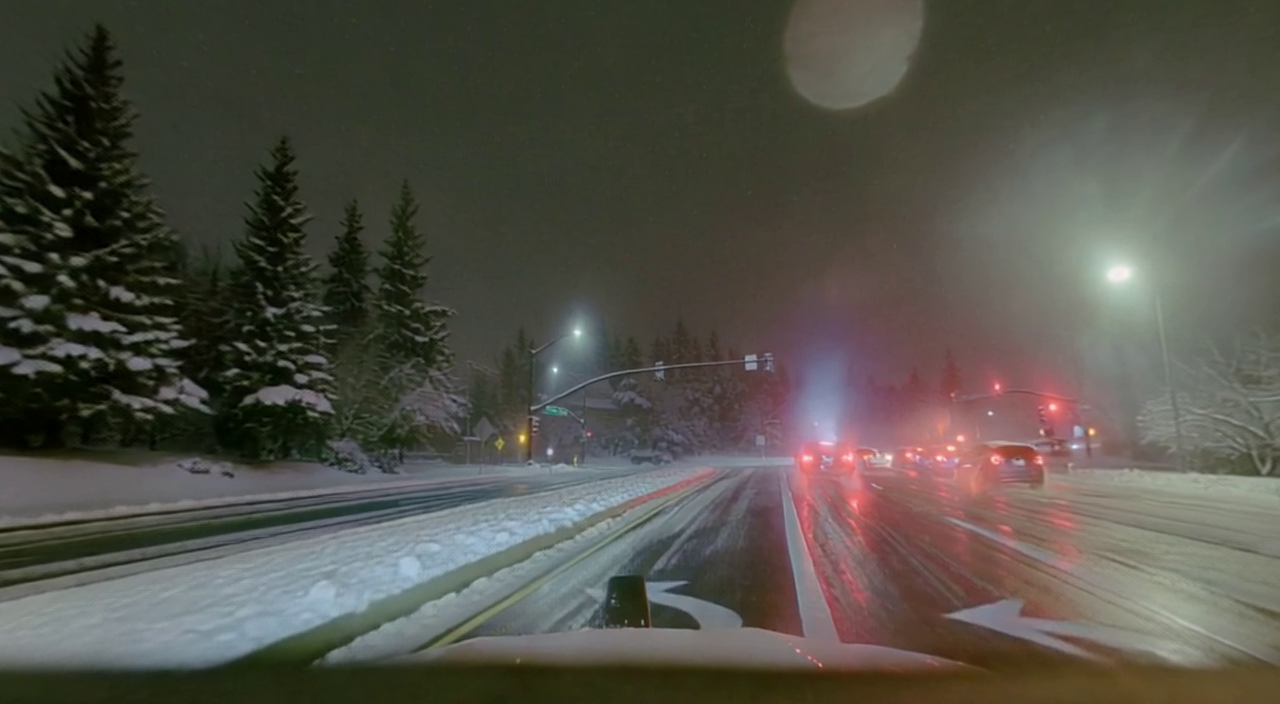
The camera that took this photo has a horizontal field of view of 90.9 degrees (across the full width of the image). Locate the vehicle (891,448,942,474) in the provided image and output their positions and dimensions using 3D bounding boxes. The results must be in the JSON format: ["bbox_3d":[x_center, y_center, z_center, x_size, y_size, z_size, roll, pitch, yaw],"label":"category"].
[{"bbox_3d":[16.911,6.633,38.729,1.901,1.484,4.093,-2,-9,11],"label":"vehicle"}]

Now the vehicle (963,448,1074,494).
[{"bbox_3d":[13.026,4.074,22.036,1.884,1.422,4.262,-2,-9,11],"label":"vehicle"}]

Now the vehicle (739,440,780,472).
[{"bbox_3d":[7.260,6.293,38.270,2.245,1.800,4.522,-2,-9,11],"label":"vehicle"}]

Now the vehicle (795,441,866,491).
[{"bbox_3d":[6.741,4.038,22.744,2.078,1.578,4.107,-2,-9,12],"label":"vehicle"}]
